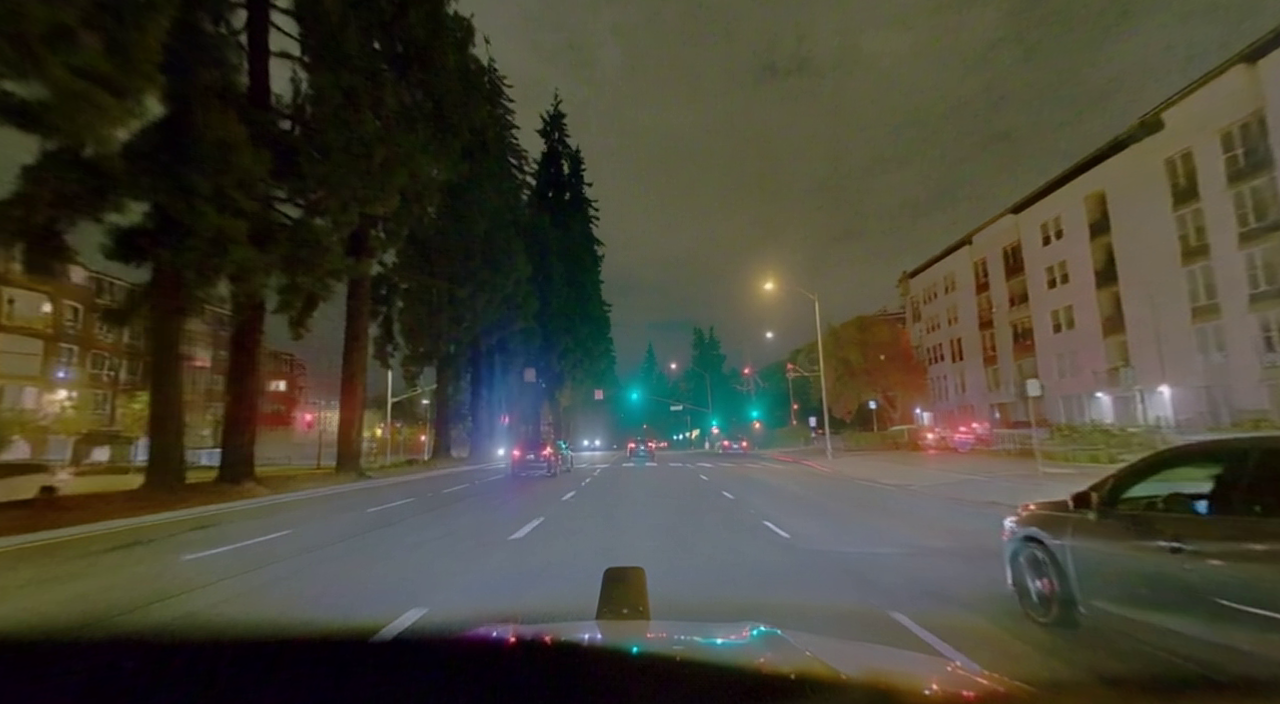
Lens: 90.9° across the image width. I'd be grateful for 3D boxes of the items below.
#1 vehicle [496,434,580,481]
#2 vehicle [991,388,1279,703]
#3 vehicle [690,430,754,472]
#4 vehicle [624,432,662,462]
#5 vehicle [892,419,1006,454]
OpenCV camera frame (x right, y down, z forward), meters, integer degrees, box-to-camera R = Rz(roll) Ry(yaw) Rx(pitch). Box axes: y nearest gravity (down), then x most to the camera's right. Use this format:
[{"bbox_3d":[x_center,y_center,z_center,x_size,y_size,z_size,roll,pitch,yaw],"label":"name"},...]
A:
[{"bbox_3d":[-3.506,3.734,22.553,2.049,1.485,4.656,0,-8,2],"label":"vehicle"},{"bbox_3d":[3.734,0.890,2.503,2.128,1.502,4.572,0,-9,1],"label":"vehicle"},{"bbox_3d":[3.457,4.288,27.493,2.137,1.646,4.488,0,-8,-1],"label":"vehicle"},{"bbox_3d":[0.181,5.623,37.218,2.110,1.662,4.262,0,-8,0],"label":"vehicle"},{"bbox_3d":[15.748,4.323,32.285,4.701,1.721,2.103,0,-9,1],"label":"vehicle"}]
